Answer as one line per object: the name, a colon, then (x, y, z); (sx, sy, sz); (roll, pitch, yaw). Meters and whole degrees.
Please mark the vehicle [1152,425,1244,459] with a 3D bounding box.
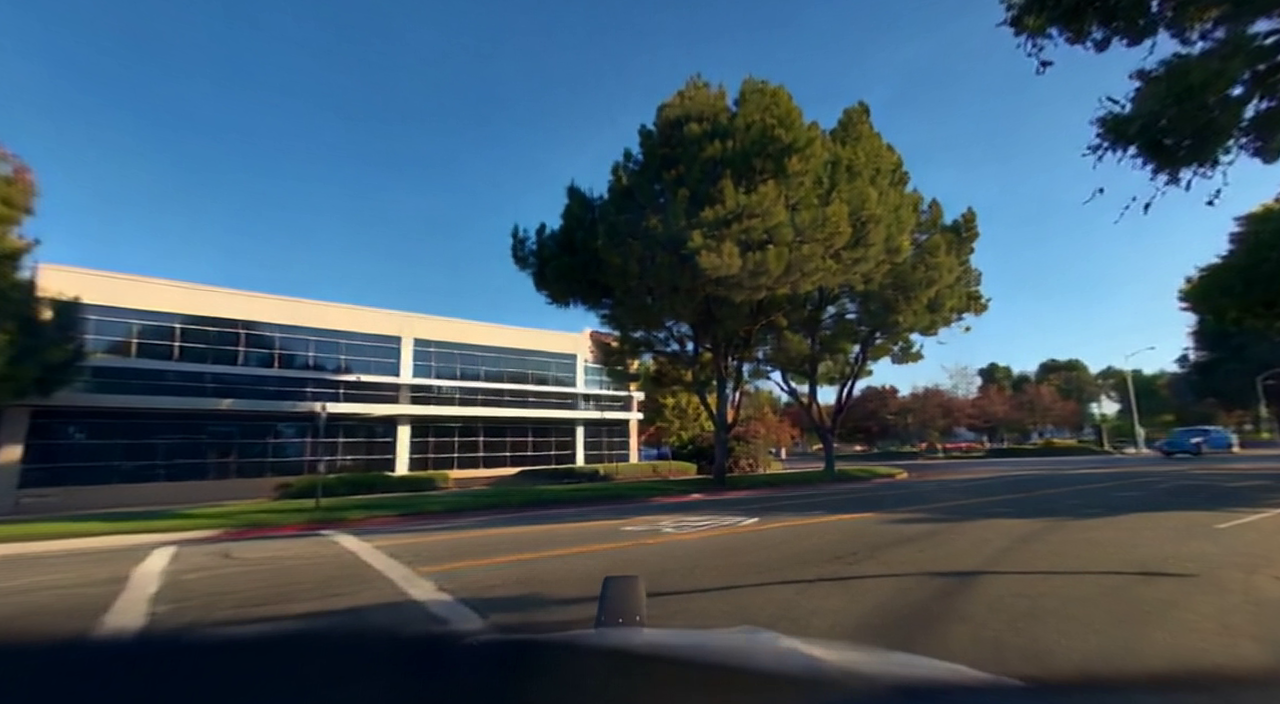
vehicle: (26.615, 4.287, 30.100); (4.433, 1.465, 1.926); (5, -10, -31)
